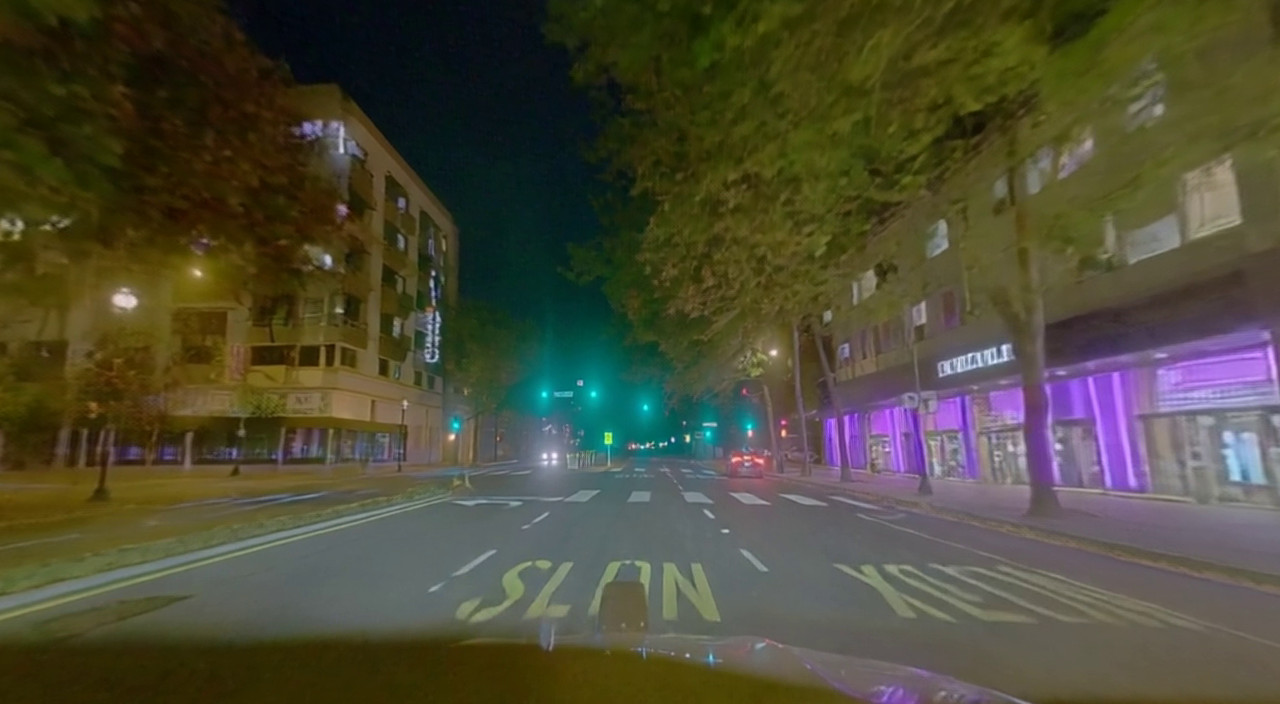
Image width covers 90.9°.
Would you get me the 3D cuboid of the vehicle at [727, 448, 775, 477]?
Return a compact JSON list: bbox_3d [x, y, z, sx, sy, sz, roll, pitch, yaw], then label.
[{"bbox_3d":[6.309,6.316,36.255,1.906,1.523,4.336,0,-9,-1],"label":"vehicle"}]
